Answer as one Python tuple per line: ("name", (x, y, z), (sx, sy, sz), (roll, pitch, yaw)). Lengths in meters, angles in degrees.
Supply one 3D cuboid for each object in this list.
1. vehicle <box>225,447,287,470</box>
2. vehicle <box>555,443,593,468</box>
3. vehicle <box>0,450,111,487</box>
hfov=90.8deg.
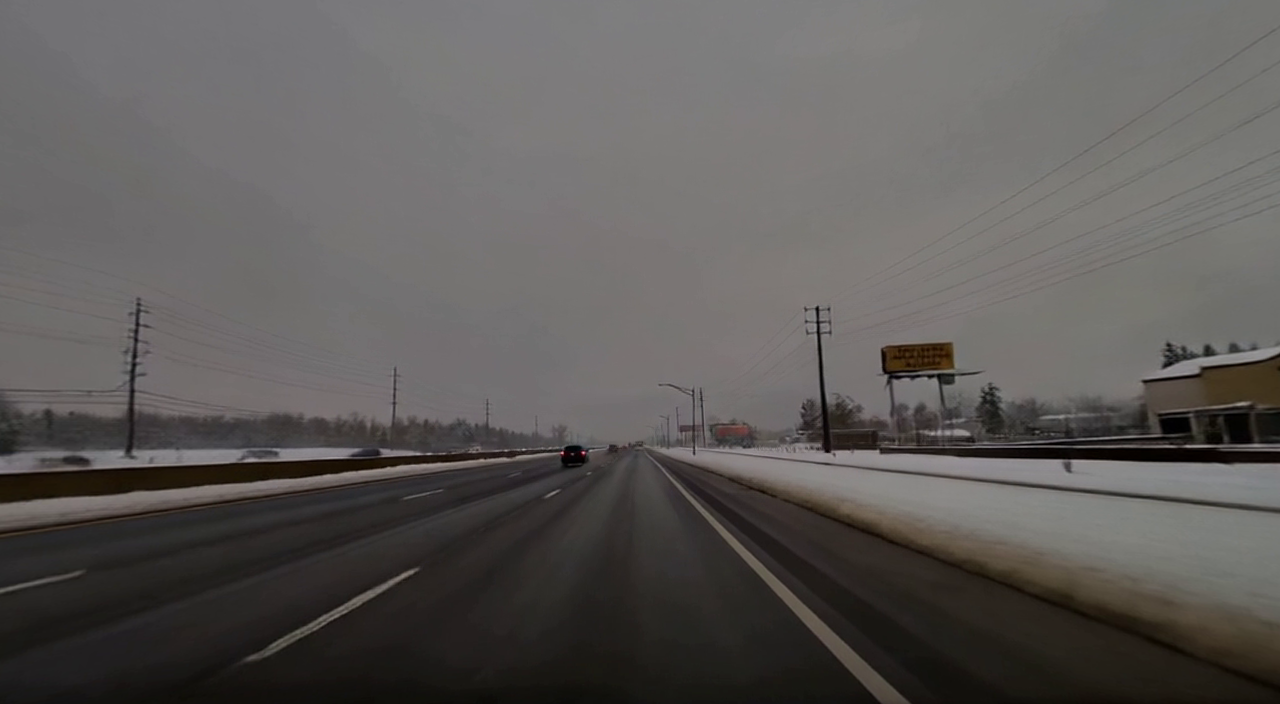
("vehicle", (-29.284, 8.135, 48.337), (1.885, 1.617, 4.407), (0, -9, 0))
("vehicle", (-4.194, 6.667, 40.842), (1.940, 1.479, 4.545), (0, -9, 1))
("vehicle", (-28.692, 5.627, 30.755), (1.809, 1.455, 4.744), (-3, -7, 0))
